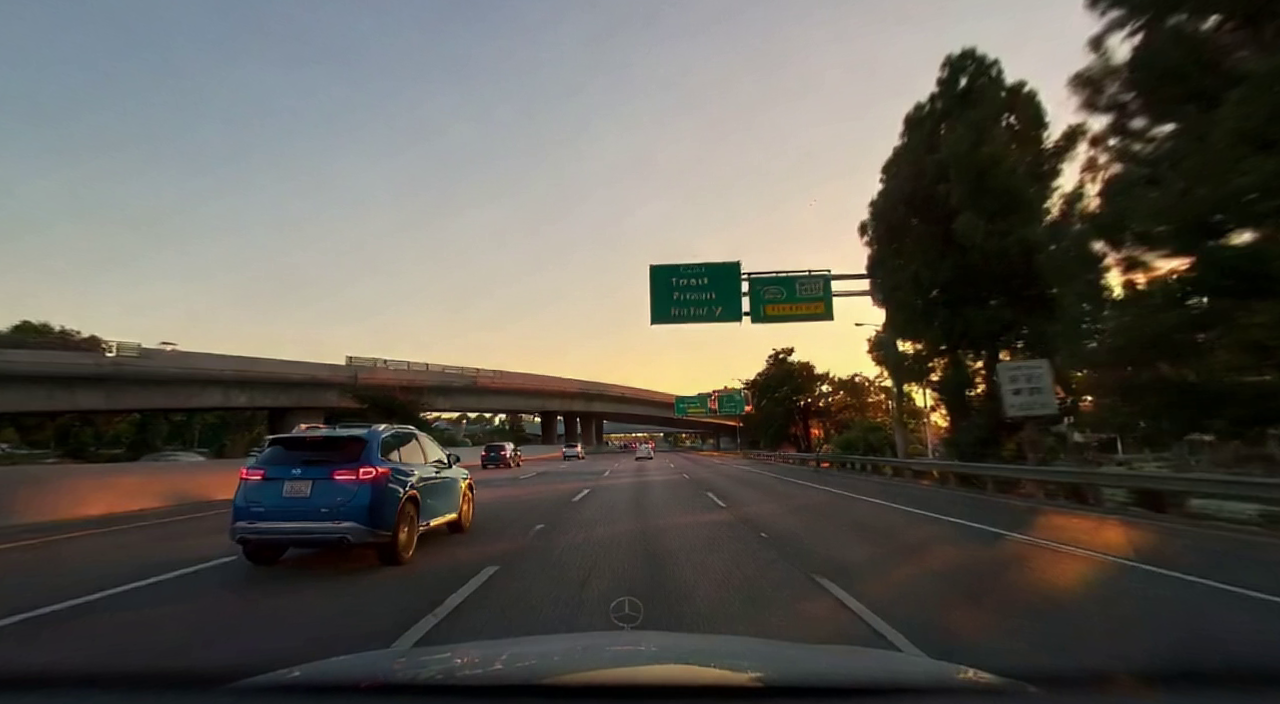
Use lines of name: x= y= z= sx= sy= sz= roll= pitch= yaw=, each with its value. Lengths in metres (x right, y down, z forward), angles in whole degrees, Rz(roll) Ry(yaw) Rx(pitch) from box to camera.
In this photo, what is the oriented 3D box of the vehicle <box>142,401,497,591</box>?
vehicle: x=-3.516 y=1.681 z=8.197 sx=2.214 sy=1.759 sz=4.435 roll=0 pitch=-9 yaw=1
